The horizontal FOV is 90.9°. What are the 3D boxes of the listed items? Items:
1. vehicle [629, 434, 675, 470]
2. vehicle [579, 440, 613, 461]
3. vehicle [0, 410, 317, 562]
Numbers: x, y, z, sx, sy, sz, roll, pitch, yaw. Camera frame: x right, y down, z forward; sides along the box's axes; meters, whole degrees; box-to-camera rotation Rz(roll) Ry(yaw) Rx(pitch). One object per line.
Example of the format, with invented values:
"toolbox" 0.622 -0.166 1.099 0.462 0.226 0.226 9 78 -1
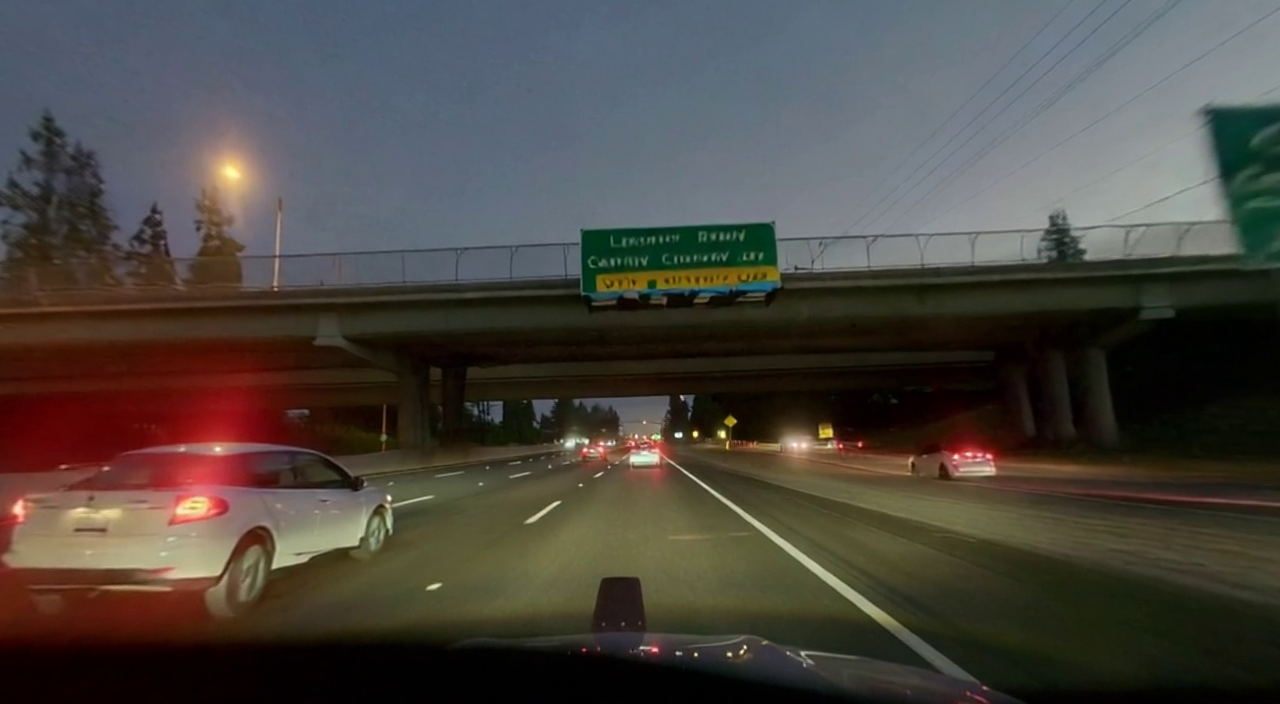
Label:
"vehicle" 0.587 4.996 31.660 2.152 1.697 4.066 0 -8 0
"vehicle" -3.161 7.153 45.980 2.056 1.464 4.564 0 -8 1
"vehicle" -7.298 1.898 9.742 2.090 1.765 4.612 0 -8 1
